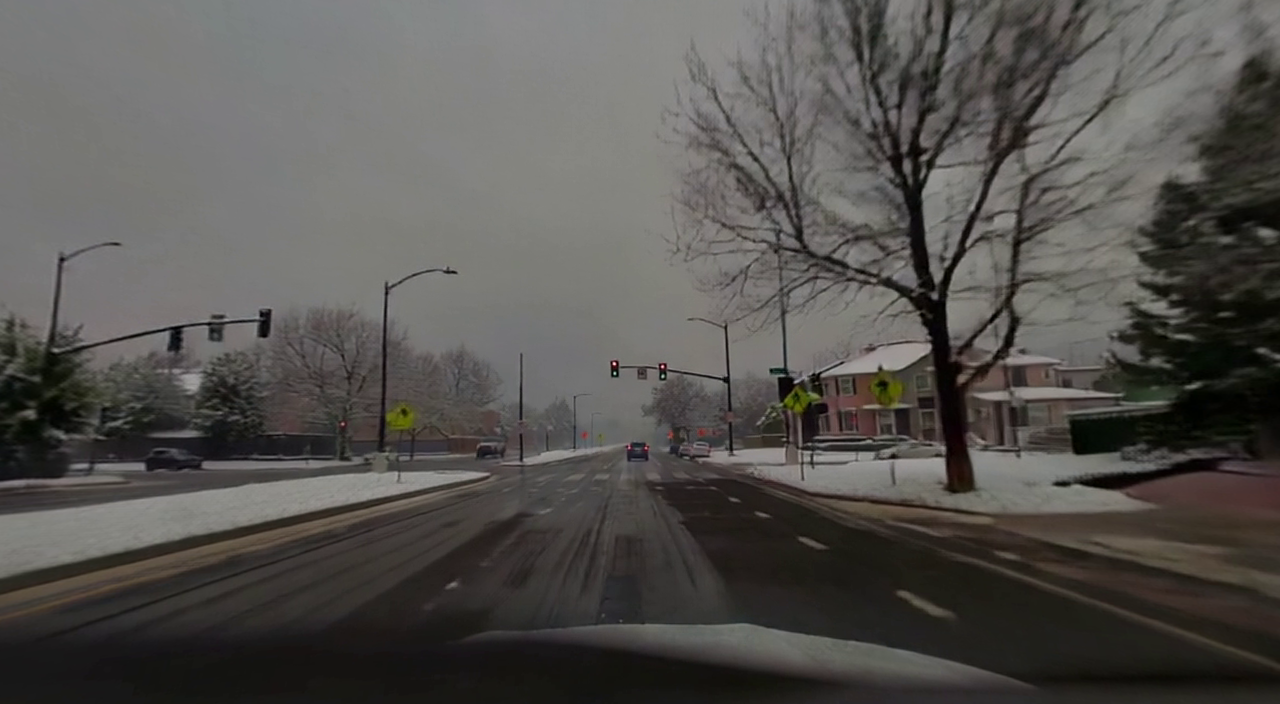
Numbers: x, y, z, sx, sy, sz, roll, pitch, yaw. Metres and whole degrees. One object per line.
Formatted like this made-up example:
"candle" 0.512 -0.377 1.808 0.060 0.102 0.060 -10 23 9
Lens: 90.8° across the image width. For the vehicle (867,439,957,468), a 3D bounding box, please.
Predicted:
"vehicle" 16.822 6.301 39.208 4.561 1.723 2.030 1 -9 -5
